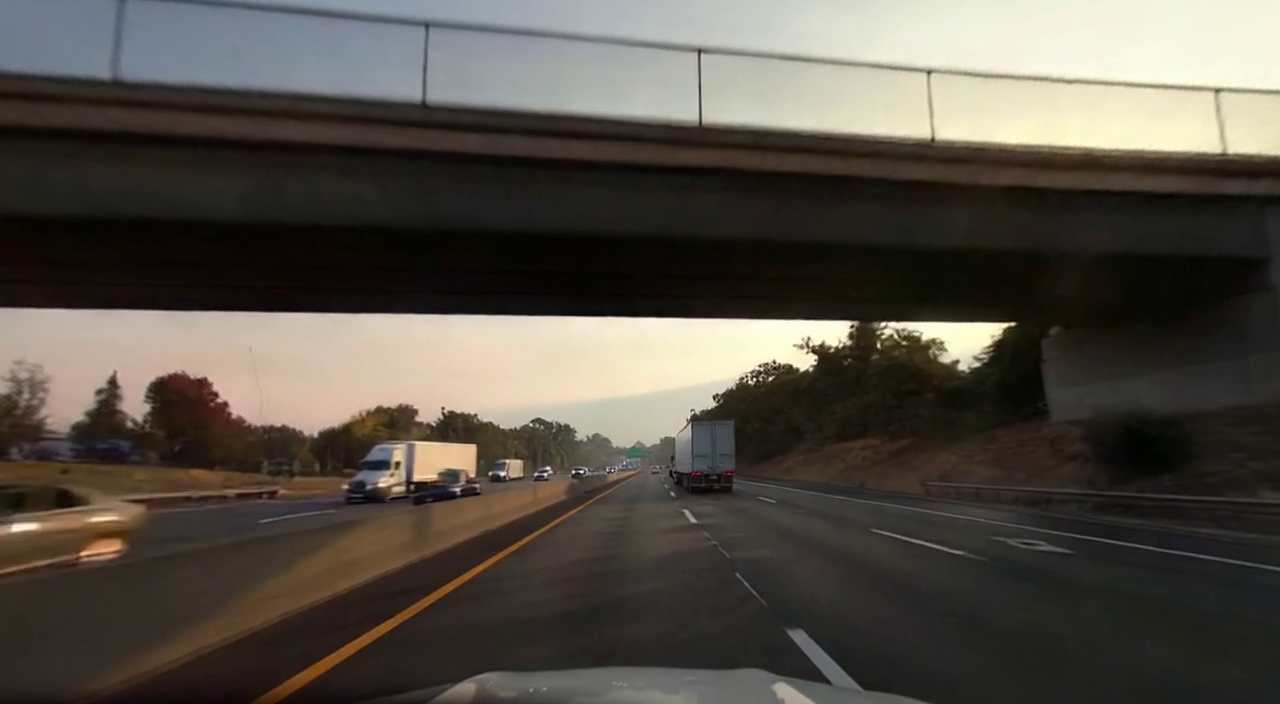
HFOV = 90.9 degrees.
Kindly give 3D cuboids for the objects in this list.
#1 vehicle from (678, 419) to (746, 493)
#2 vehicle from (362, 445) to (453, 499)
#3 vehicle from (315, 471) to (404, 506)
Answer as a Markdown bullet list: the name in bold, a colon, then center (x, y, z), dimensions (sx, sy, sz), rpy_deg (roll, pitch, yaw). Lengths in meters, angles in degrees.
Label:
- **vehicle**: center (4.299, 6.777, 40.400), dimensions (3.054, 4.005, 11.895), rpy_deg (1, -10, 0)
- **vehicle**: center (-13.065, 6.863, 36.071), dimensions (2.621, 2.742, 6.186), rpy_deg (0, -11, 1)
- **vehicle**: center (-13.095, 6.378, 29.788), dimensions (2.019, 1.441, 4.718), rpy_deg (1, -10, 1)
